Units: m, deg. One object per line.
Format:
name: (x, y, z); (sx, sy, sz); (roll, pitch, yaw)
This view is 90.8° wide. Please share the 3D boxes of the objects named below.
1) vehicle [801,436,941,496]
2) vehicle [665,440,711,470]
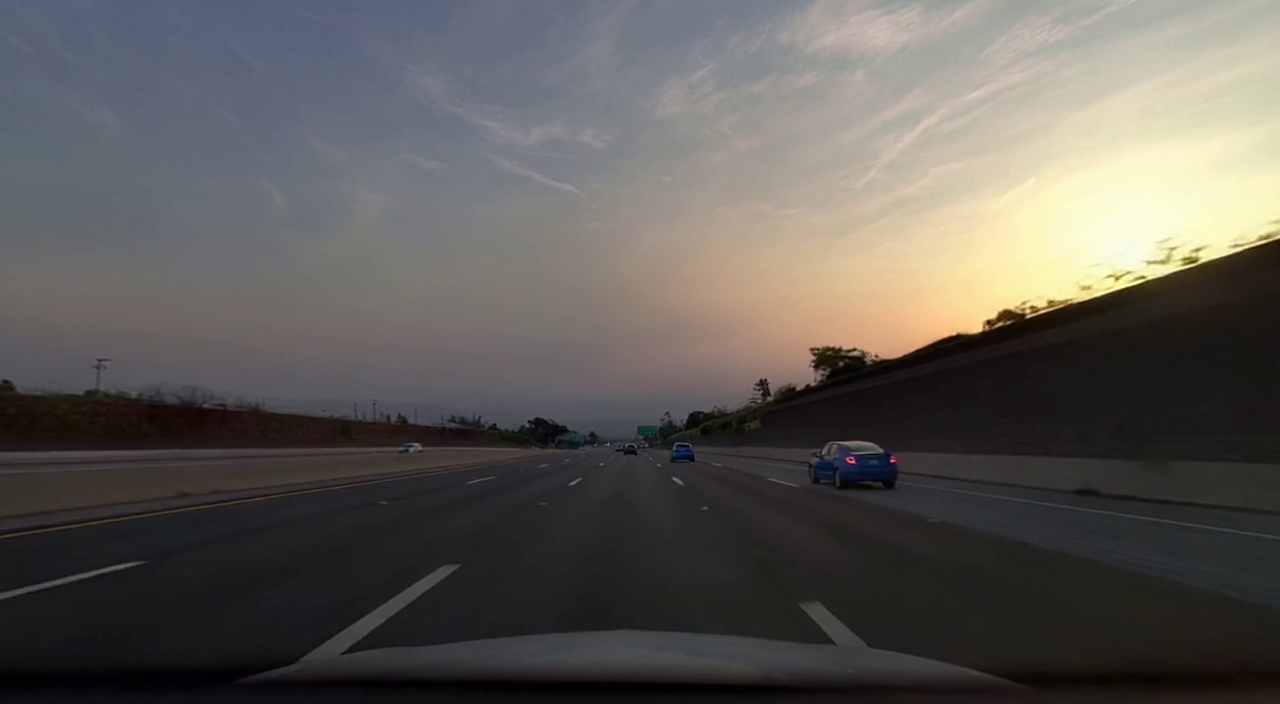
vehicle: (6.601, 3.322, 18.850); (2.227, 1.522, 5.041); (0, -8, -1)
vehicle: (2.657, 5.841, 36.120); (2.270, 1.615, 3.770); (0, -8, -1)
